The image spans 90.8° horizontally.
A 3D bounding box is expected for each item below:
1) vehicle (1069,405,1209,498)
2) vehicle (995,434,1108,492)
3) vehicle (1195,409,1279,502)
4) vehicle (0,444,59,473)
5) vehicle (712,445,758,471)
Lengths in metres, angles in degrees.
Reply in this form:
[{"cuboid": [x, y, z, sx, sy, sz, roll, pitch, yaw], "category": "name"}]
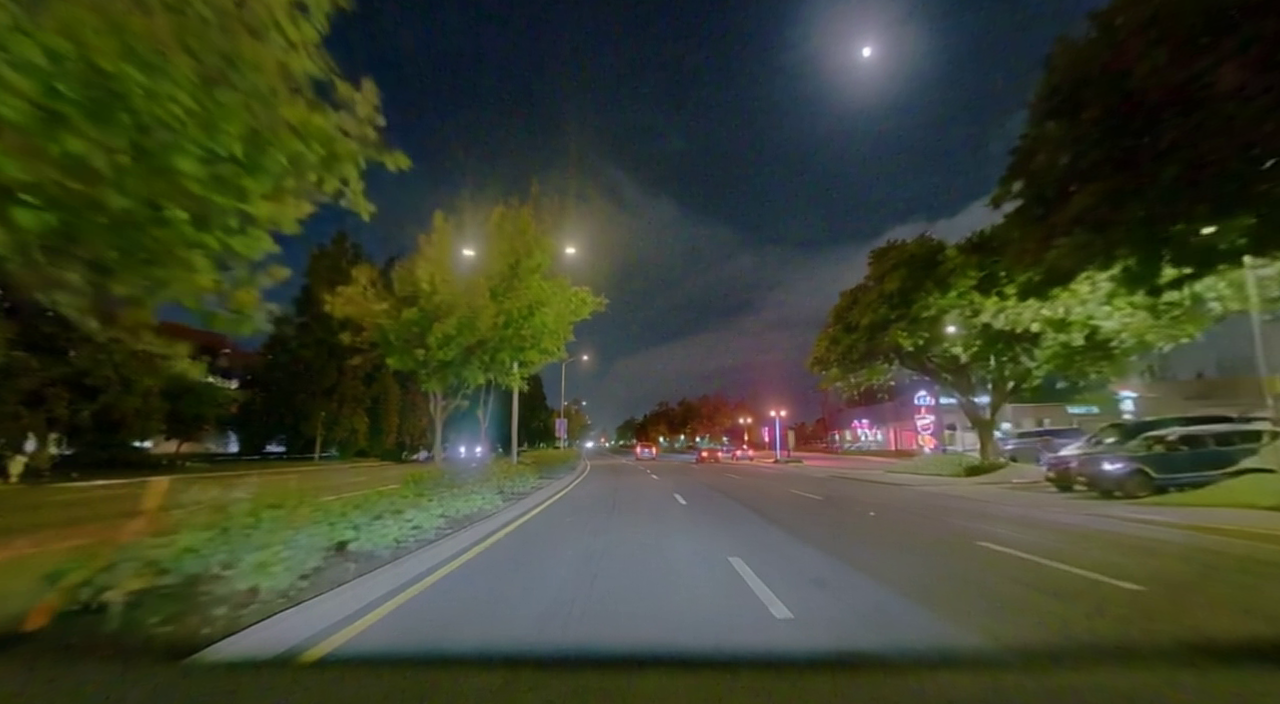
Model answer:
[{"cuboid": [16.888, 3.299, 21.219, 6.233, 2.676, 2.430, 7, -11, -42], "category": "vehicle"}, {"cuboid": [15.782, 4.150, 24.112, 5.251, 1.946, 2.114, 7, -11, -41], "category": "vehicle"}, {"cuboid": [18.911, 3.158, 19.217, 6.051, 2.447, 2.293, 9, -12, -43], "category": "vehicle"}, {"cuboid": [-31.068, 5.209, 30.886, 3.380, 1.366, 1.777, 1, -9, -4], "category": "vehicle"}, {"cuboid": [5.708, 6.425, 38.607, 1.876, 1.474, 4.126, 1, -8, -4], "category": "vehicle"}]
